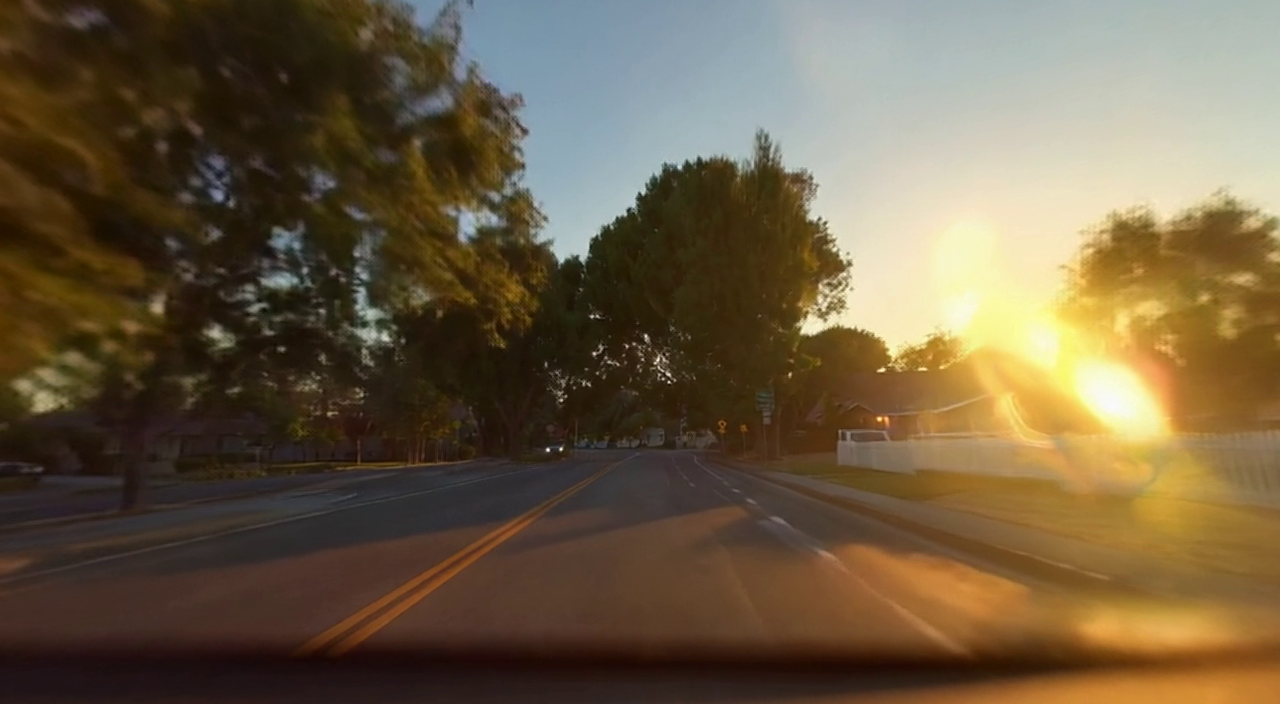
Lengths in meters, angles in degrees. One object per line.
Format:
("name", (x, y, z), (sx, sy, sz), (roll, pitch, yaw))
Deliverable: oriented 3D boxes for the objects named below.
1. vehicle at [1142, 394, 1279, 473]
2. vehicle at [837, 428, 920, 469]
("vehicle", (21.519, 2.911, 22.487), (5.234, 2.631, 2.232), (0, -8, -1))
("vehicle", (10.659, 4.362, 28.612), (1.938, 1.695, 4.296), (0, -8, -2))
